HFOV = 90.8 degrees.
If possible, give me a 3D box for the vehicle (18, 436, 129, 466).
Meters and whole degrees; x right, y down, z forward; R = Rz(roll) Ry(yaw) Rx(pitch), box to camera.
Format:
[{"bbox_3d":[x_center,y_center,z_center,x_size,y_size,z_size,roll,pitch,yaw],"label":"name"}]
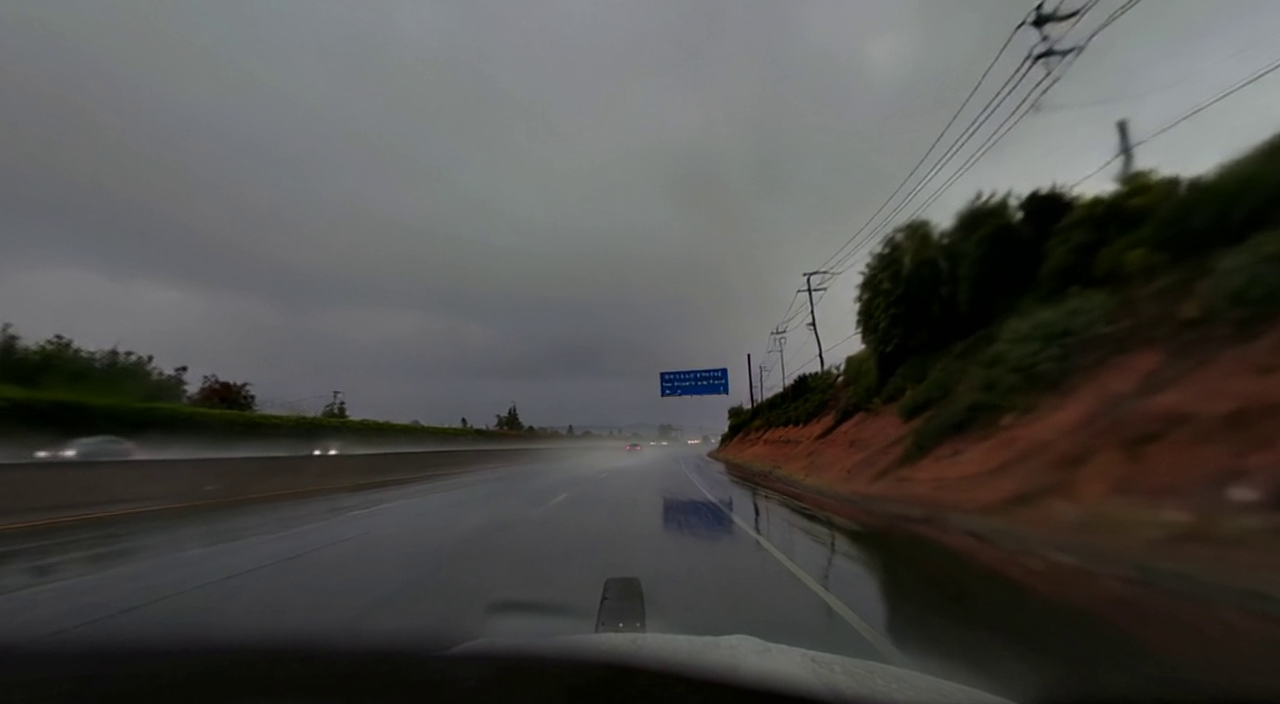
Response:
[{"bbox_3d":[-31.417,5.489,35.265,1.839,1.551,4.585,0,-9,2],"label":"vehicle"}]
